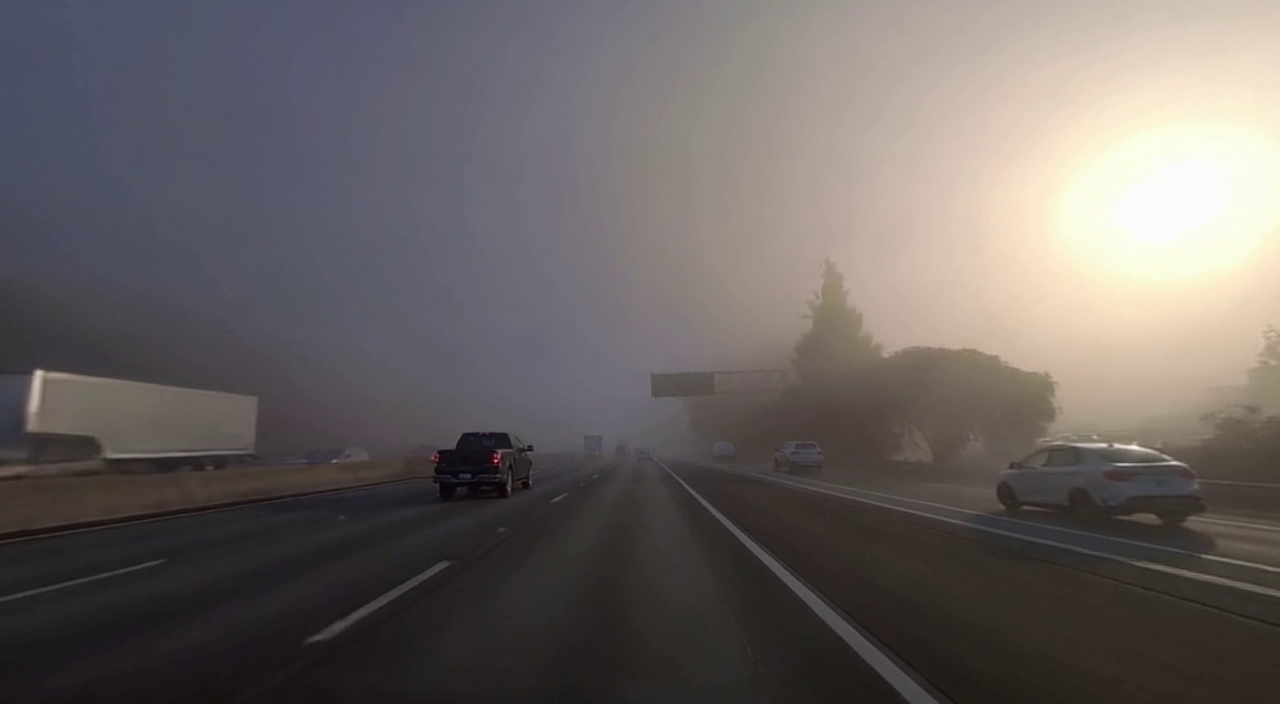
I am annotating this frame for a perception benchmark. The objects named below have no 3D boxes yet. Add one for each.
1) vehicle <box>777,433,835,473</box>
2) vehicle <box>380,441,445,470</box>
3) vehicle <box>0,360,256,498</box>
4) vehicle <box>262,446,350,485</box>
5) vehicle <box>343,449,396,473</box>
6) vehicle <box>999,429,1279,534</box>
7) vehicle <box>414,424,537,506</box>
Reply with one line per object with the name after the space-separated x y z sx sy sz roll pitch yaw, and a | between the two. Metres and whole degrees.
9.533 5.857 36.713 2.061 2.115 4.635 0 -9 0 | vehicle
-17.077 7.805 47.784 2.477 2.066 5.967 0 -9 2 | vehicle
-24.992 3.780 29.363 3.645 4.961 16.706 0 -9 0 | vehicle
-17.084 5.788 32.530 2.042 1.826 4.395 0 -9 1 | vehicle
-20.692 8.333 48.412 1.929 1.710 4.688 0 -9 1 | vehicle
9.199 2.382 12.177 1.971 1.638 4.295 0 -9 0 | vehicle
-4.293 3.047 17.388 1.994 1.911 4.819 0 -9 1 | vehicle
